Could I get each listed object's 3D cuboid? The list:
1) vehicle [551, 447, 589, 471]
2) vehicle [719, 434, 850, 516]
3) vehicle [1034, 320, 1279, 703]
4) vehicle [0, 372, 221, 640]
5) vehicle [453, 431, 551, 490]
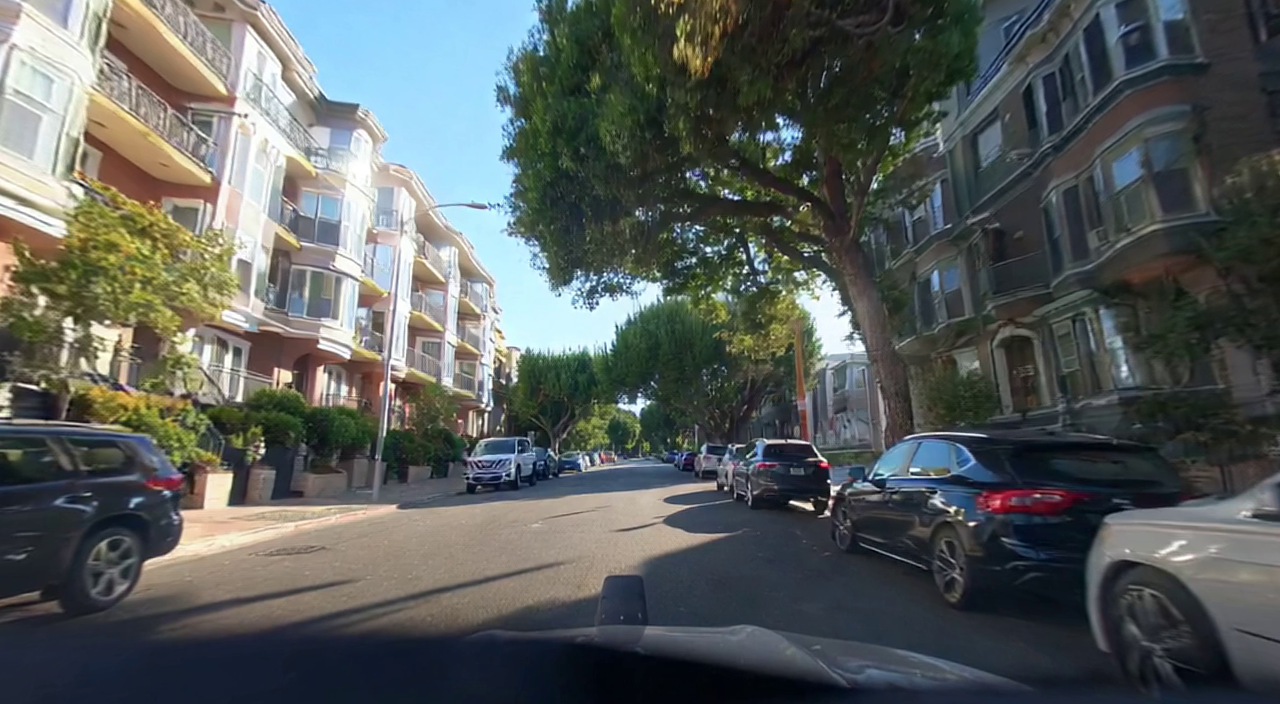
[{"bbox_3d":[-5.468,8.415,49.833,2.222,1.735,5.215,-1,-8,2],"label":"vehicle"},{"bbox_3d":[3.518,3.090,16.558,2.216,1.790,5.077,0,-8,0],"label":"vehicle"},{"bbox_3d":[3.686,0.668,1.460,2.208,1.893,5.037,0,-8,-1],"label":"vehicle"},{"bbox_3d":[-5.877,1.061,4.162,2.642,1.880,5.242,-1,-10,0],"label":"vehicle"},{"bbox_3d":[-5.554,4.518,26.408,2.596,2.152,5.689,-1,-10,2],"label":"vehicle"}]
